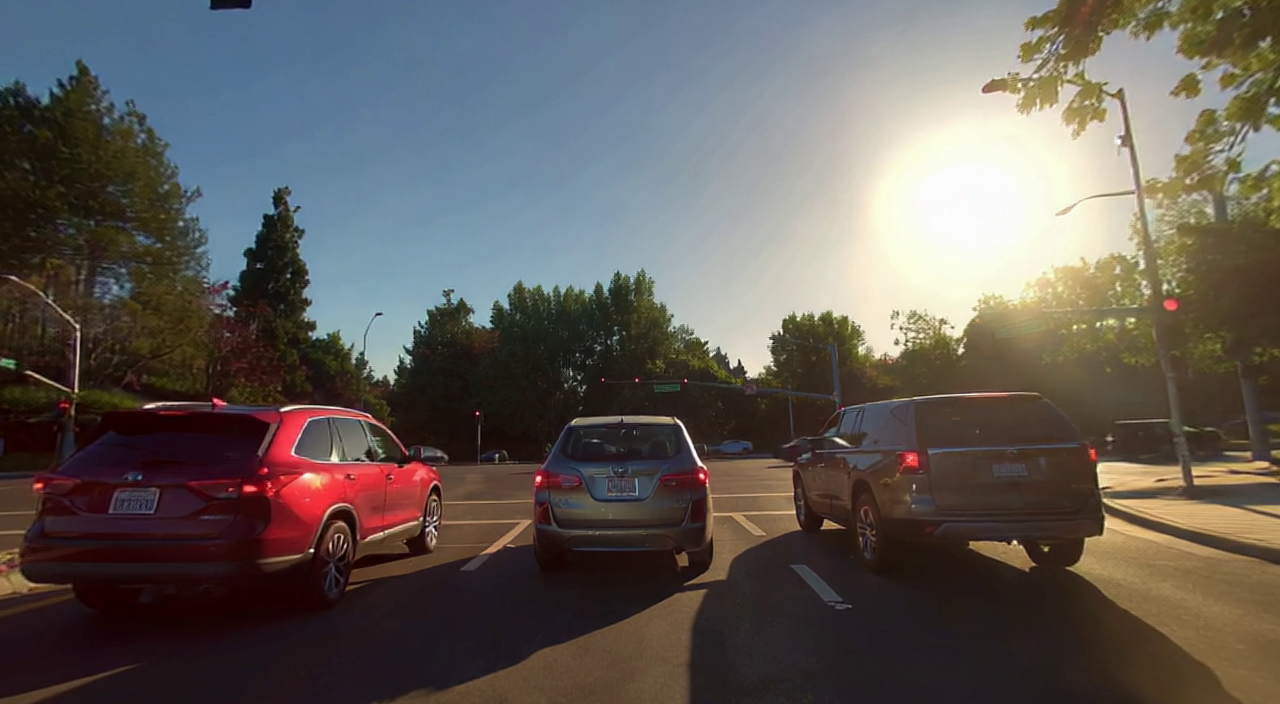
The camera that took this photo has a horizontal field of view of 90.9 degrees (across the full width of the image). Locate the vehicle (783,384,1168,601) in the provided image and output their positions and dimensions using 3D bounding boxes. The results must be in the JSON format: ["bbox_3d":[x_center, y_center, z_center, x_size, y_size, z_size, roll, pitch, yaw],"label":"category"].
[{"bbox_3d":[3.274,1.483,7.511,2.083,1.779,4.532,0,-8,0],"label":"vehicle"}]

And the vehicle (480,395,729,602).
[{"bbox_3d":[-0.238,1.512,7.317,2.067,1.702,3.987,0,-8,2],"label":"vehicle"}]

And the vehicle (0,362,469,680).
[{"bbox_3d":[-3.272,1.283,5.883,2.047,1.810,4.414,0,-8,1],"label":"vehicle"}]

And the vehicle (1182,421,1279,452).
[{"bbox_3d":[32.833,4.671,34.792,4.175,1.634,1.877,1,-8,-5],"label":"vehicle"}]
